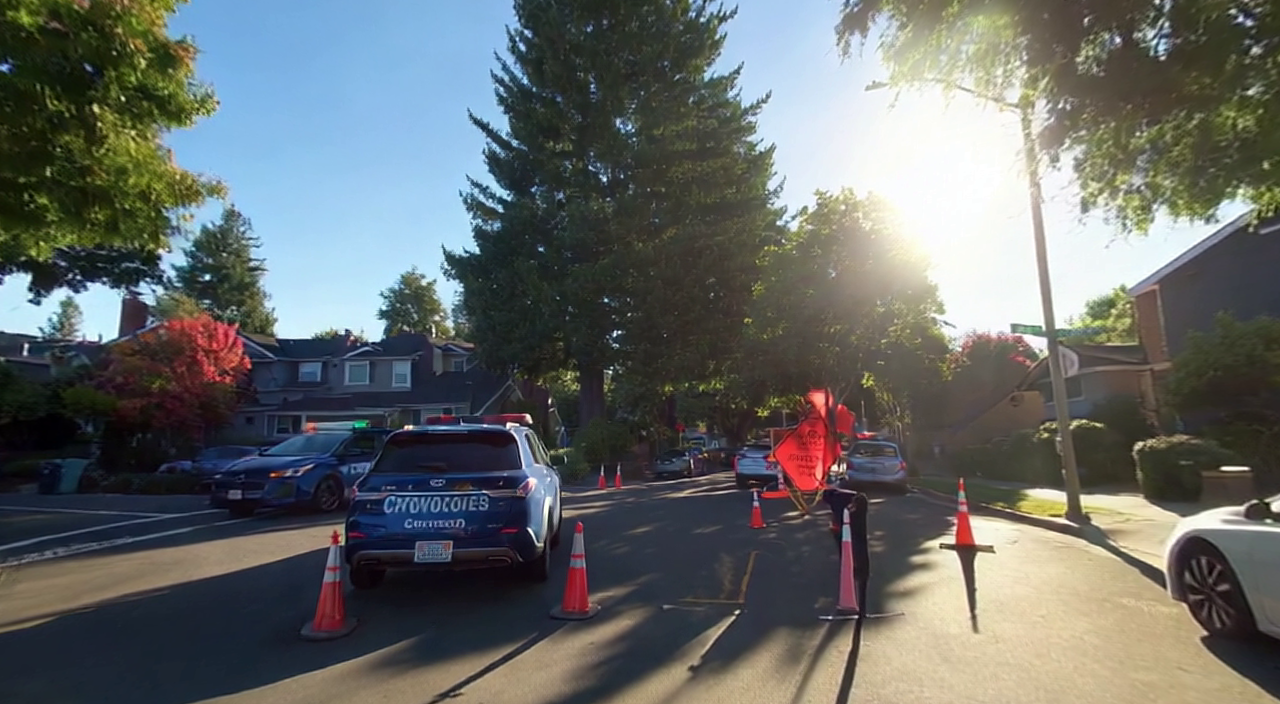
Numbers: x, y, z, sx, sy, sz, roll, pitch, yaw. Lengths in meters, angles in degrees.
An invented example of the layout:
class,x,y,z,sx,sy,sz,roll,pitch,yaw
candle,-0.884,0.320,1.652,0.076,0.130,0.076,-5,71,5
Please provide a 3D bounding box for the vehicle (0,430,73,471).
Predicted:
class,x,y,z,sx,sy,sz,roll,pitch,yaw
vehicle,-30.795,4.811,30.881,1.908,1.898,4.120,-2,-9,10

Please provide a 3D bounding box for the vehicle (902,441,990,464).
class,x,y,z,sx,sy,sz,roll,pitch,yaw
vehicle,20.982,6.907,43.497,5.066,1.534,1.905,-1,-9,7

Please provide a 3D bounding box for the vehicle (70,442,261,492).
class,x,y,z,sx,sy,sz,roll,pitch,yaw
vehicle,-15.273,3.673,20.427,5.022,1.497,1.996,-2,-9,12

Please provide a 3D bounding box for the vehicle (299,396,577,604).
class,x,y,z,sx,sy,sz,roll,pitch,yaw
vehicle,-2.345,1.592,7.702,2.350,1.748,4.094,3,-9,-17

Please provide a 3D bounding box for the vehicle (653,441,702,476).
class,x,y,z,sx,sy,sz,roll,pitch,yaw
vehicle,2.085,5.651,33.850,2.014,1.742,4.297,-2,-9,12

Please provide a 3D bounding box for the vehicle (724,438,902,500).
class,x,y,z,sx,sy,sz,roll,pitch,yaw
vehicle,5.090,3.364,18.686,4.656,1.577,2.099,2,-8,-20

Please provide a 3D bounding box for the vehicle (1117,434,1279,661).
class,x,y,z,sx,sy,sz,roll,pitch,yaw
vehicle,5.011,1.184,3.436,1.808,1.490,4.711,-2,-9,10
